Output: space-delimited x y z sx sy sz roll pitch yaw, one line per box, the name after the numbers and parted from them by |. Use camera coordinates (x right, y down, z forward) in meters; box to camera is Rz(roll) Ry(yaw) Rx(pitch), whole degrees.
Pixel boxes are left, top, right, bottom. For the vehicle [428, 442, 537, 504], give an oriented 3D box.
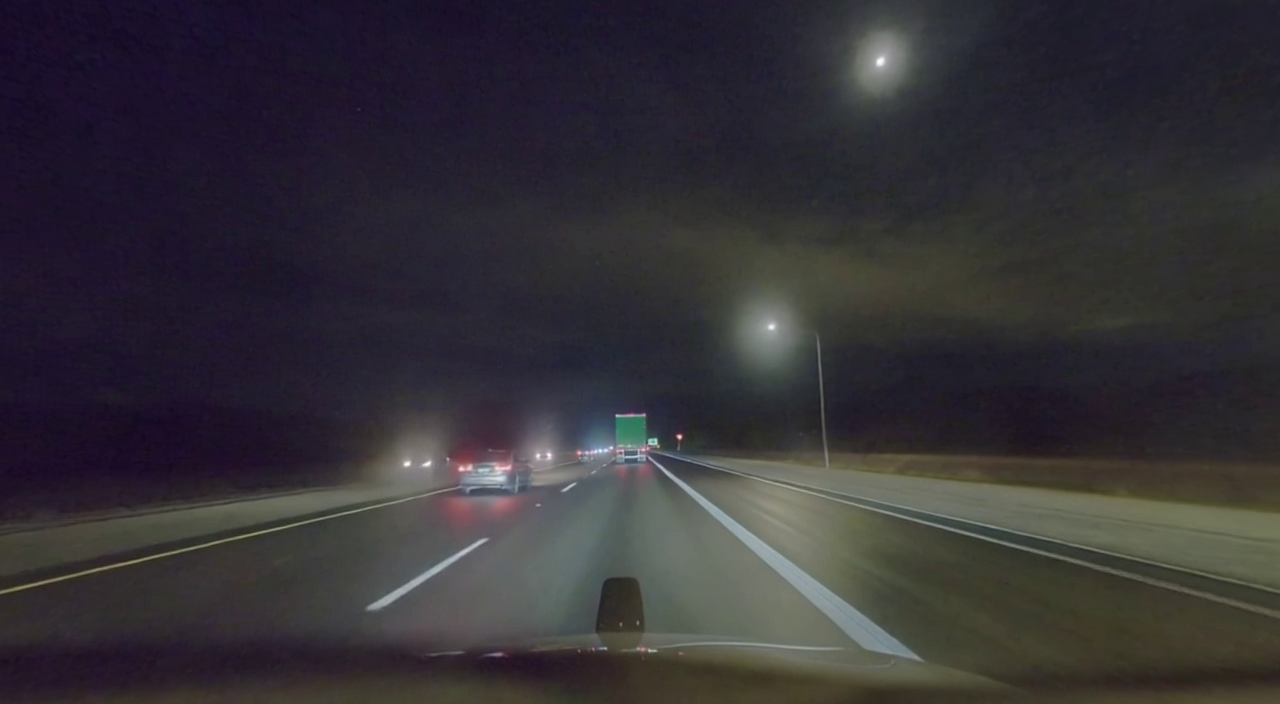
-4.226 3.319 17.697 1.978 1.507 4.062 0 -9 0 | vehicle
